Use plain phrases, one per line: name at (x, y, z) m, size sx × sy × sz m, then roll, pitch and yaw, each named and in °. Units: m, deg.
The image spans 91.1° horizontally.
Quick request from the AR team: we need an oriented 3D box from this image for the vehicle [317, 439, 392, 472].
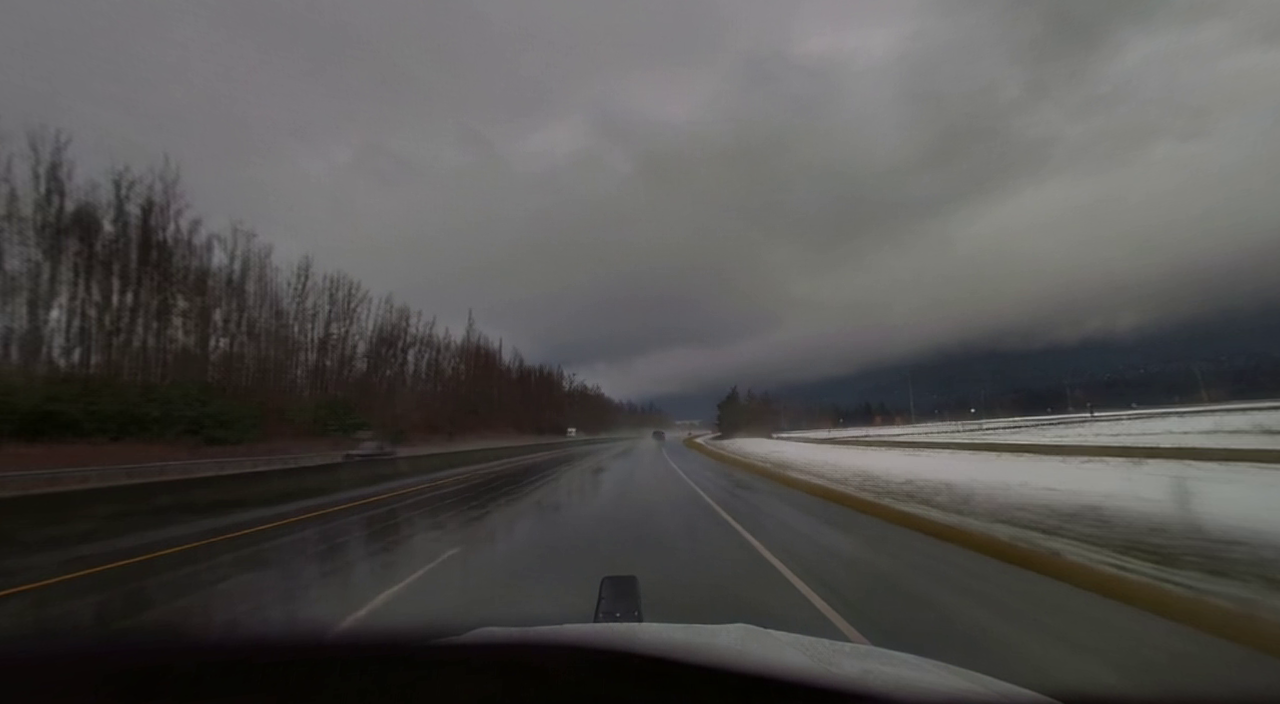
vehicle at (-14.769, 5.345, 32.775) m, size 1.859 × 1.533 × 4.158 m, roll 0°, pitch -8°, yaw 1°
